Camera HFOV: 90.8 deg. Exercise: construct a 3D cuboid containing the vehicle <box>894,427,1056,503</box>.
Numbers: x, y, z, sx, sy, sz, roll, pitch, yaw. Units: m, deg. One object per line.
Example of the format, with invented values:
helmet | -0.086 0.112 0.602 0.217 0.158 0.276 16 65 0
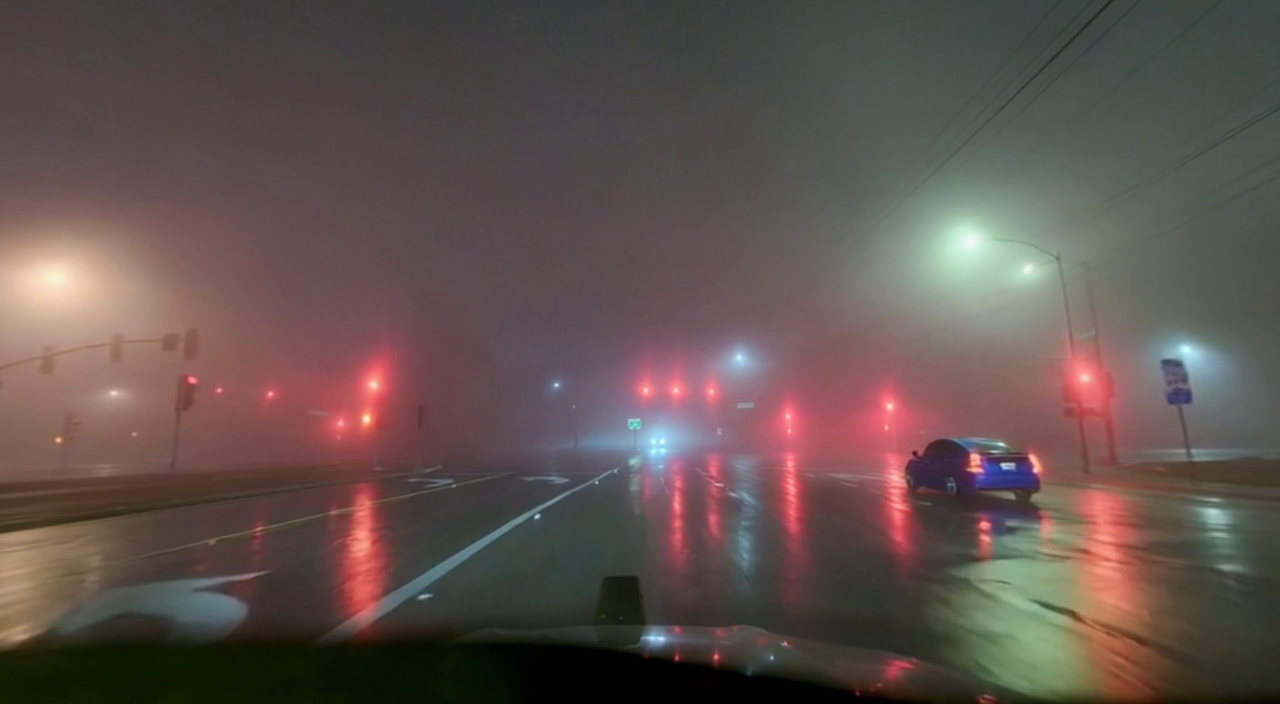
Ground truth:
vehicle | 7.691 2.617 14.957 1.797 1.544 3.685 0 -9 0
